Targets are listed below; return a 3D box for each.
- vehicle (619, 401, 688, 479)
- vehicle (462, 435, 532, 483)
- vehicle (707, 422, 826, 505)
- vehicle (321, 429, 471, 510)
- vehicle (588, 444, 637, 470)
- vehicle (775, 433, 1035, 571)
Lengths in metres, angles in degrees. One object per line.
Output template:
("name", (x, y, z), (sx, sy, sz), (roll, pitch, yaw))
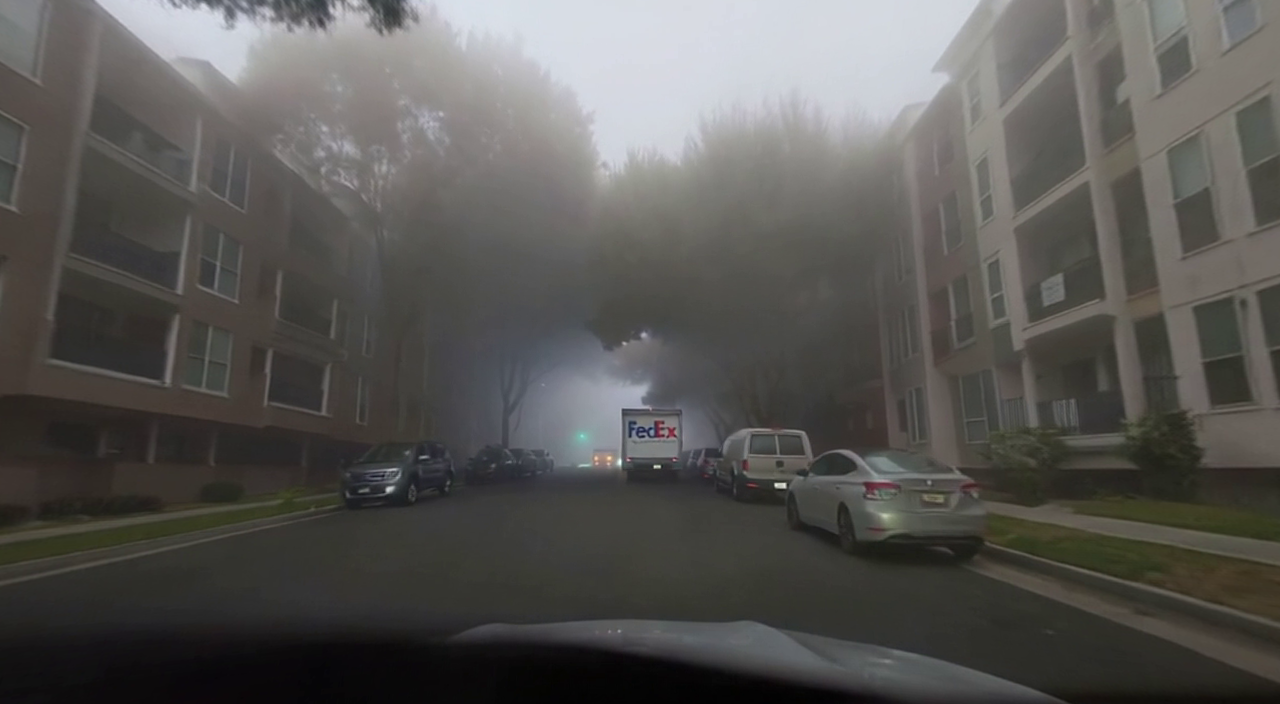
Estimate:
("vehicle", (0.453, 4.341, 30.909), (2.930, 3.275, 8.180), (0, -8, -2))
("vehicle", (-6.069, 4.597, 27.364), (2.020, 1.867, 4.654), (0, -8, -1))
("vehicle", (3.370, 3.137, 18.237), (2.221, 1.991, 5.564), (0, -8, -1))
("vehicle", (-5.974, 2.921, 16.166), (2.089, 1.757, 4.256), (0, -8, 0))
("vehicle", (-1.607, 6.378, 38.717), (1.981, 1.500, 3.992), (-2, -9, 13))
("vehicle", (3.399, 1.986, 9.217), (1.877, 1.500, 4.407), (0, -8, 0))
